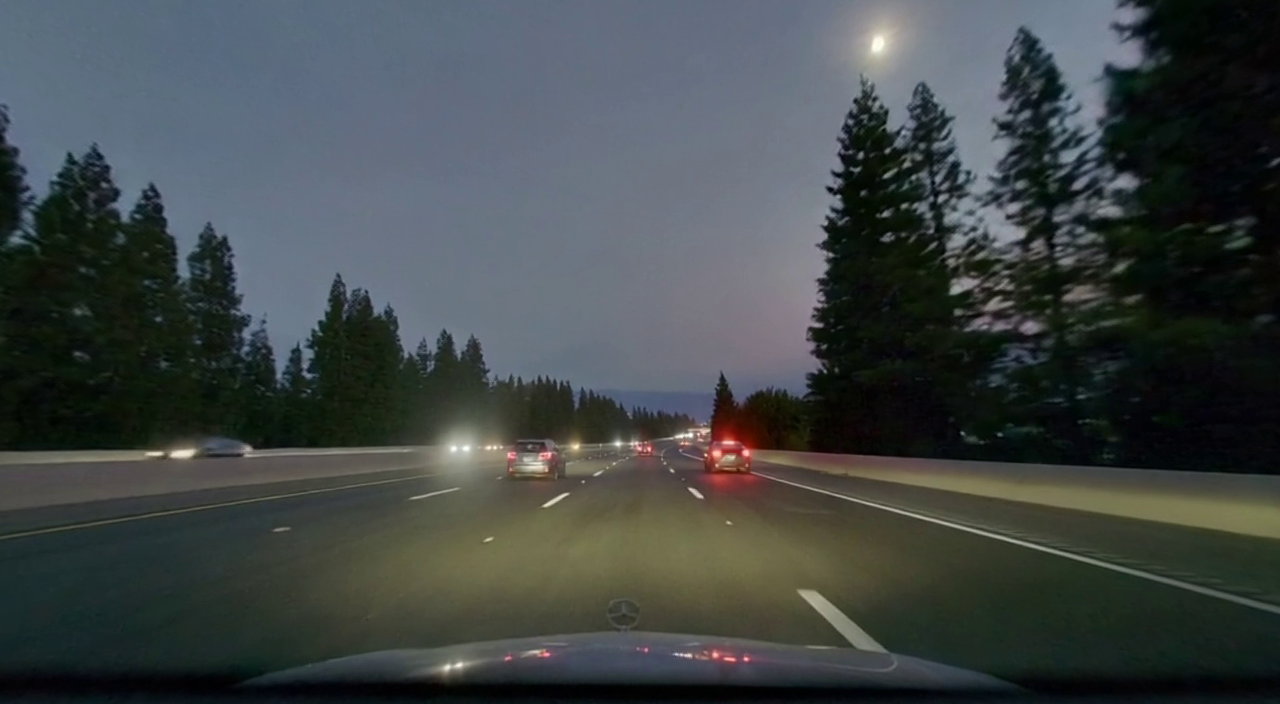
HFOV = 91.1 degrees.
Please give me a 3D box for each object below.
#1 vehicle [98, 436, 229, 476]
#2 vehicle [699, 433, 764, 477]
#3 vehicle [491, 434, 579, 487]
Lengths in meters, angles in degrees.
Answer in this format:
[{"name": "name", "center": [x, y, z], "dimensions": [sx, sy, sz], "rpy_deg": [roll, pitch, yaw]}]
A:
[{"name": "vehicle", "center": [-21.210, 4.659, 28.294], "dimensions": [2.026, 1.632, 4.827], "rpy_deg": [0, -8, 1]}, {"name": "vehicle", "center": [3.945, 4.541, 27.872], "dimensions": [2.149, 1.796, 4.487], "rpy_deg": [0, -8, -1]}, {"name": "vehicle", "center": [-3.464, 3.687, 21.646], "dimensions": [2.166, 1.608, 4.297], "rpy_deg": [0, -8, 2]}]
